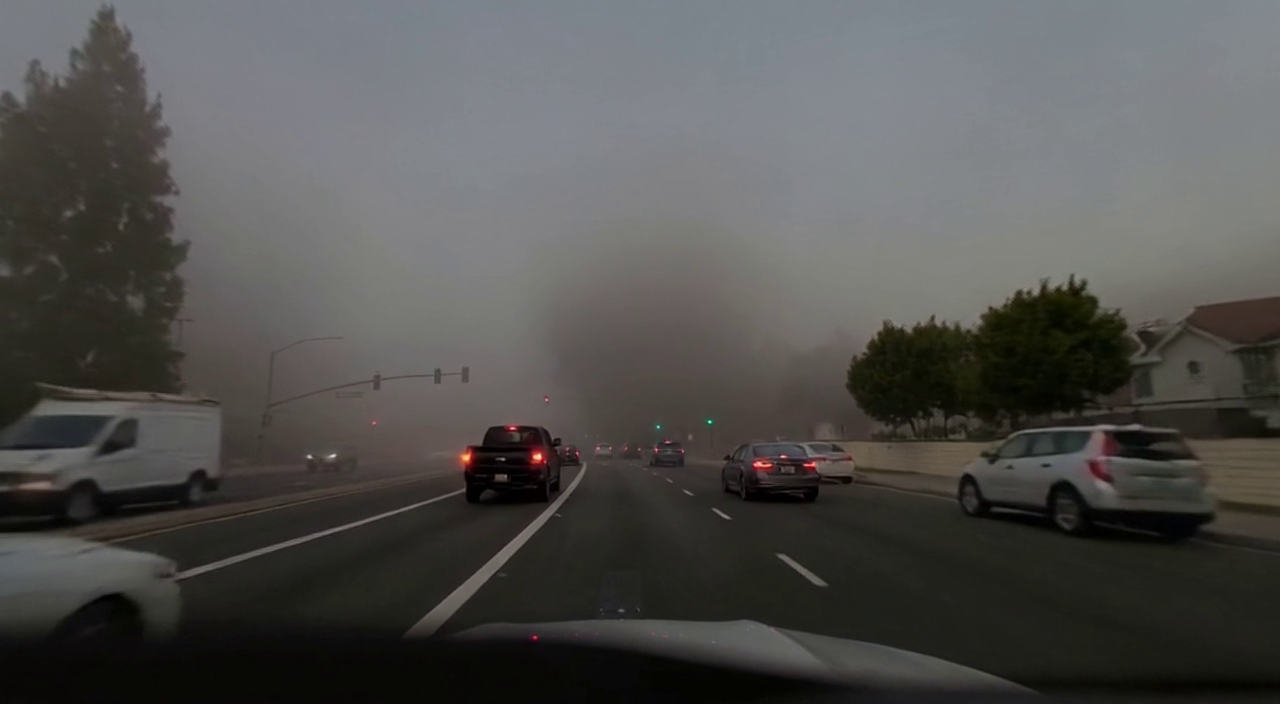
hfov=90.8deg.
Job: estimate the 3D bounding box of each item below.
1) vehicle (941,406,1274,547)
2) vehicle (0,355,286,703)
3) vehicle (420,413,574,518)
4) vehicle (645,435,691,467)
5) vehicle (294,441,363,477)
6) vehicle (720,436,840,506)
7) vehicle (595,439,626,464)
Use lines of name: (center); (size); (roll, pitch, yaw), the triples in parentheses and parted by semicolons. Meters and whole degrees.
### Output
vehicle: (7.111, 1.921, 10.389); (2.011, 1.805, 4.260); (0, -8, -3)
vehicle: (-3.056, 0.744, 1.627); (1.922, 1.577, 4.140); (0, -8, -1)
vehicle: (-3.016, 2.595, 15.106); (2.354, 1.948, 6.355); (0, -8, -1)
vehicle: (1.795, 6.691, 42.861); (2.391, 1.960, 5.600); (1, -8, -5)
vehicle: (-18.796, 6.445, 38.423); (2.292, 1.990, 5.714); (2, -9, -12)
vehicle: (3.281, 2.869, 15.703); (1.870, 1.491, 4.009); (0, -8, -3)
vehicle: (-2.303, 7.647, 48.683); (2.164, 1.867, 4.254); (1, -8, -6)
